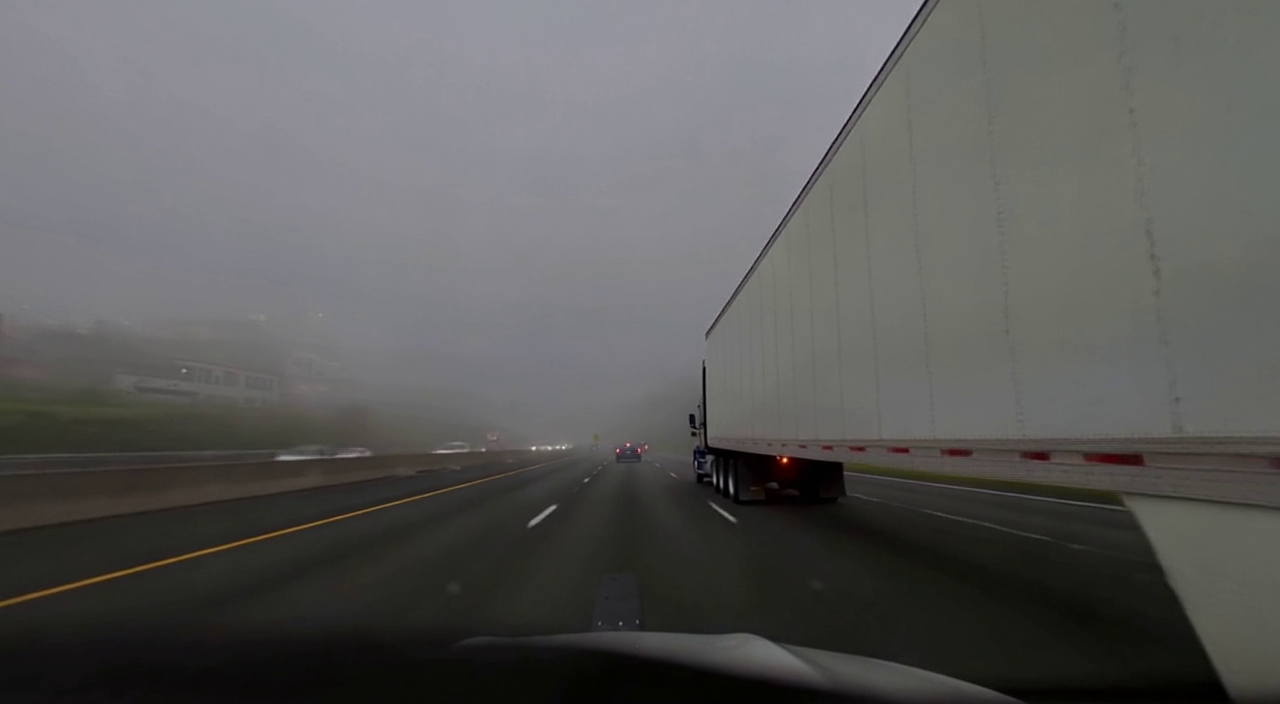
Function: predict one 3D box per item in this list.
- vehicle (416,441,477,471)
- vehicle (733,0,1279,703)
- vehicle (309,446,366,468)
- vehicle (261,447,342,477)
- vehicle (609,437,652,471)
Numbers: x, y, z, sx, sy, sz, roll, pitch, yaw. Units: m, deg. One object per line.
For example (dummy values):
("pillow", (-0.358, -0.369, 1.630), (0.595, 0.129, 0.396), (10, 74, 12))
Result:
("vehicle", (-10.743, 5.807, 35.404), (2.069, 1.556, 4.512), (0, -9, -1))
("vehicle", (3.432, -0.088, 4.525), (2.996, 4.123, 15.965), (0, -9, 0))
("vehicle", (-21.359, 7.420, 44.849), (1.916, 1.494, 4.497), (0, -9, -1))
("vehicle", (-17.679, 5.726, 33.242), (1.829, 1.454, 4.419), (0, -9, -1))
("vehicle", (-0.529, 5.432, 33.883), (2.191, 1.685, 4.015), (0, -9, -1))
